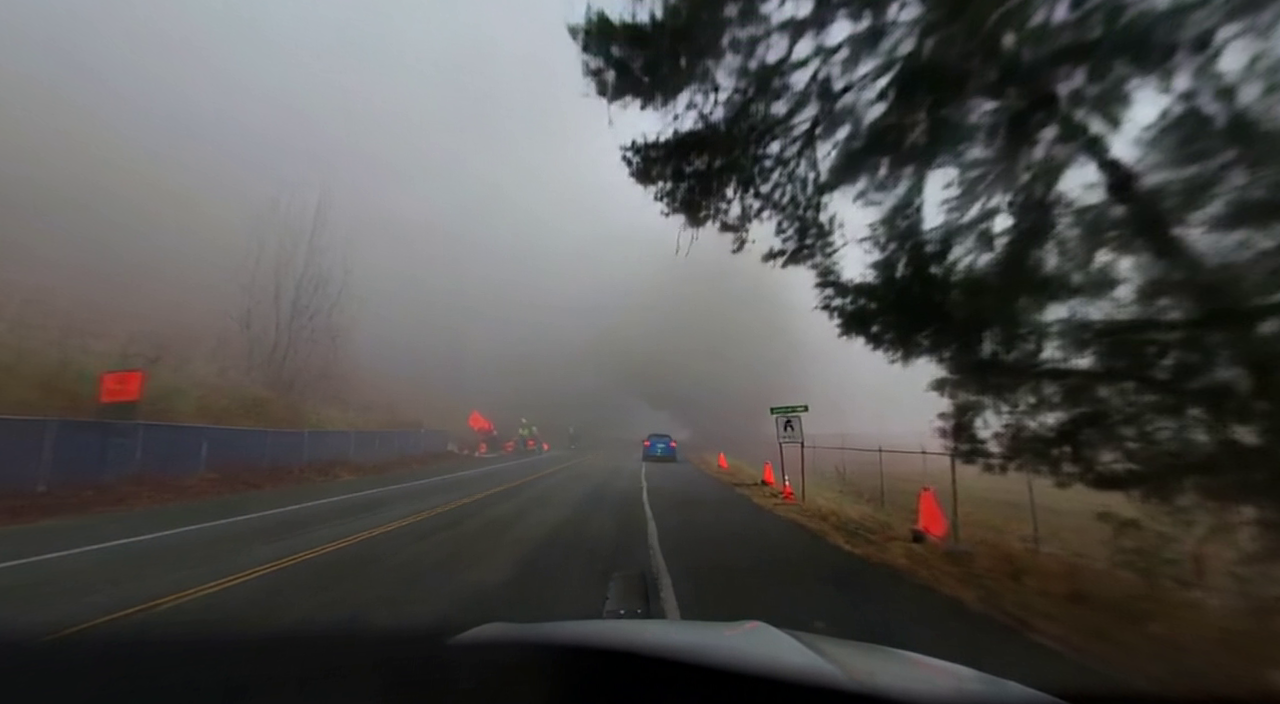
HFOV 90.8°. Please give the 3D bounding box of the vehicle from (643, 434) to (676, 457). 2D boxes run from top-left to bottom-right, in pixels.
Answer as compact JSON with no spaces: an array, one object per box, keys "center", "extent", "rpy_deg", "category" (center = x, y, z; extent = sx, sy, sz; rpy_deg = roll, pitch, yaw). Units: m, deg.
[{"center":[1.368,6.450,43.500],"extent":[2.172,1.486,3.581],"rpy_deg":[-1,-9,2],"category":"vehicle"}]
